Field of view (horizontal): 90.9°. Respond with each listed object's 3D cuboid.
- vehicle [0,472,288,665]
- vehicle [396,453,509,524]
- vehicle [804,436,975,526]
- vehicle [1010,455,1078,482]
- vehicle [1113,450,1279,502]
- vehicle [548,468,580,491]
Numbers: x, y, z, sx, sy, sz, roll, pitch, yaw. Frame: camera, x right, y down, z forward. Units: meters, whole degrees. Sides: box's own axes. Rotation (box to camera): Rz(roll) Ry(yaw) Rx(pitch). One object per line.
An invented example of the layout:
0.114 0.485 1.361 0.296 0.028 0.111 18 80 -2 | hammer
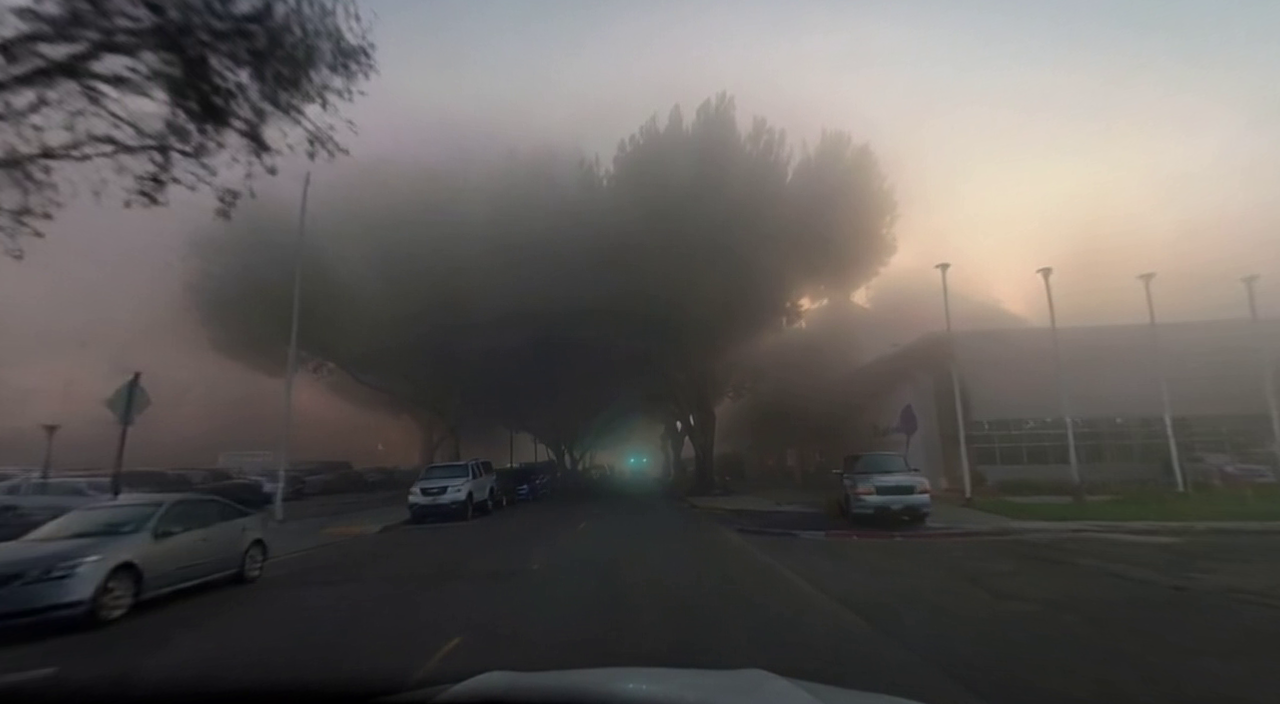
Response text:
-6.010 2.101 6.973 1.800 1.499 4.106 0 -11 0 | vehicle
-5.938 4.418 20.796 2.196 2.001 5.548 1 -11 -2 | vehicle
5.688 3.062 15.193 2.054 1.779 4.650 1 -11 -2 | vehicle
25.712 7.397 40.249 1.698 1.489 3.599 -4 -9 -4 | vehicle
18.015 4.045 20.526 1.794 1.486 3.983 0 -11 -6 | vehicle
-5.723 9.677 47.909 1.832 1.623 4.424 0 -11 1 | vehicle
